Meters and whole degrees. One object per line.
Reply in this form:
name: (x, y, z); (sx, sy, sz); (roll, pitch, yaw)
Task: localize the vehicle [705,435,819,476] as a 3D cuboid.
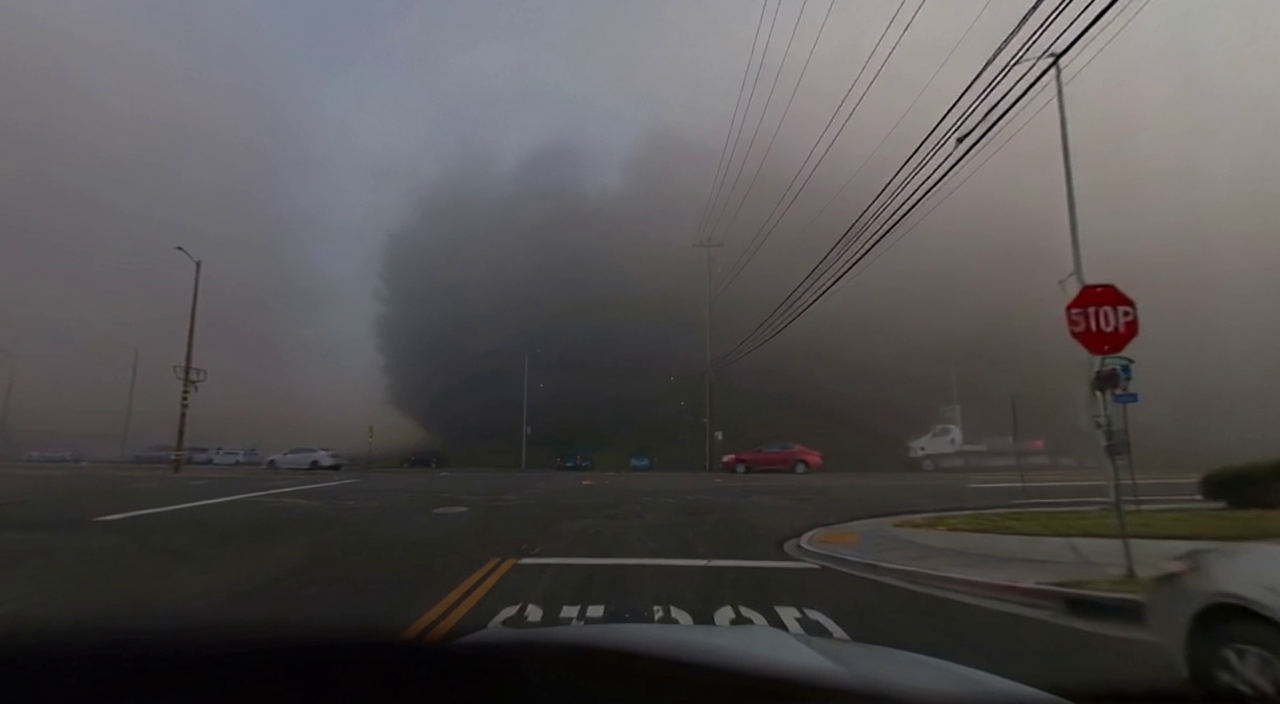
vehicle: (6.025, 5.177, 31.672); (5.213, 1.960, 2.099); (0, -9, -3)

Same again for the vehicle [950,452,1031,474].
vehicle: (23.437, 7.438, 42.250); (4.400, 1.419, 1.711); (0, -9, -3)

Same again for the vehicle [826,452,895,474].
vehicle: (17.012, 8.565, 48.773); (4.612, 1.612, 1.885); (1, -8, -4)

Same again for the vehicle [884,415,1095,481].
vehicle: (25.590, 7.087, 46.521); (14.239, 4.056, 2.970); (3, -8, -4)

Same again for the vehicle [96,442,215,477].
vehicle: (-26.180, 5.821, 34.192); (4.689, 1.803, 1.958); (0, -9, -2)

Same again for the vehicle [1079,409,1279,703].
vehicle: (3.597, 0.779, 1.162); (2.041, 1.495, 4.815); (0, -9, -1)

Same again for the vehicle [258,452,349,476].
vehicle: (-21.836, 7.271, 41.046); (4.869, 1.517, 1.819); (0, -9, -2)
